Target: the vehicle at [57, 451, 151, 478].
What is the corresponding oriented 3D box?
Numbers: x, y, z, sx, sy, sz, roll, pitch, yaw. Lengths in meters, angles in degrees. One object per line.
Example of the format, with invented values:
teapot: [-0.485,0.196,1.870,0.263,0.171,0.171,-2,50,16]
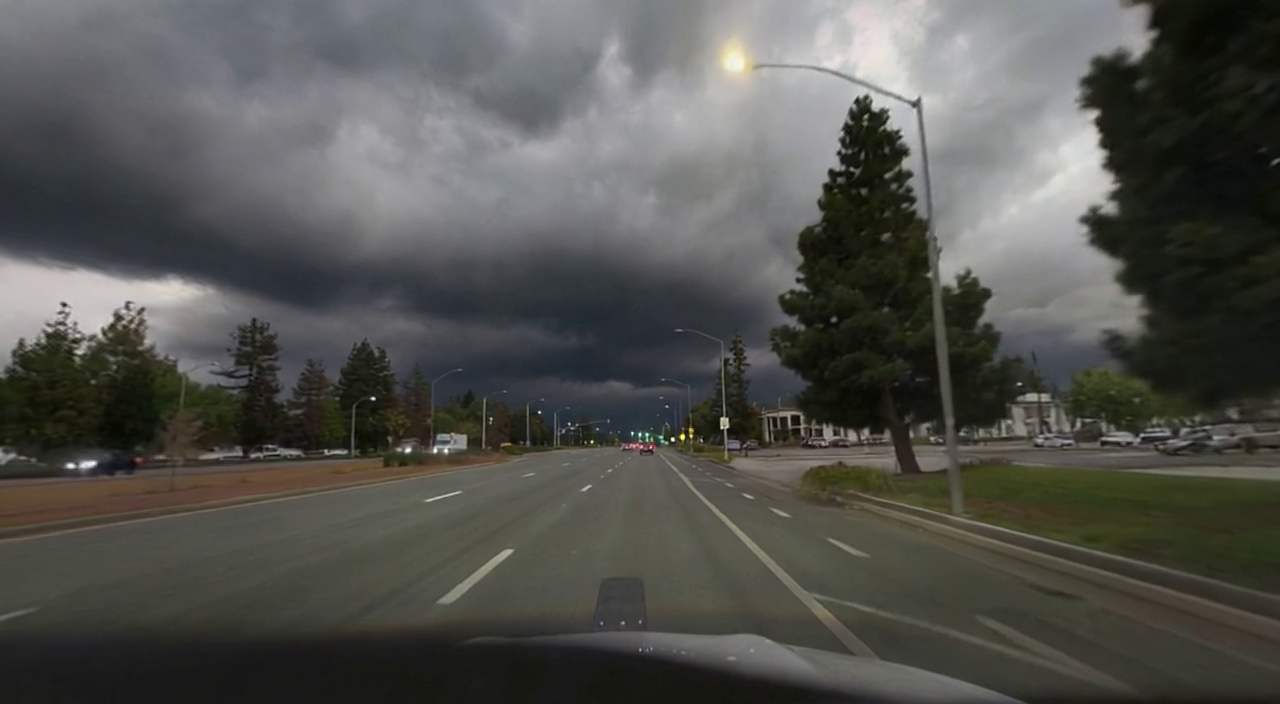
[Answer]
vehicle: [-38.148,7.973,45.132,2.022,1.736,5.218,0,-8,2]
